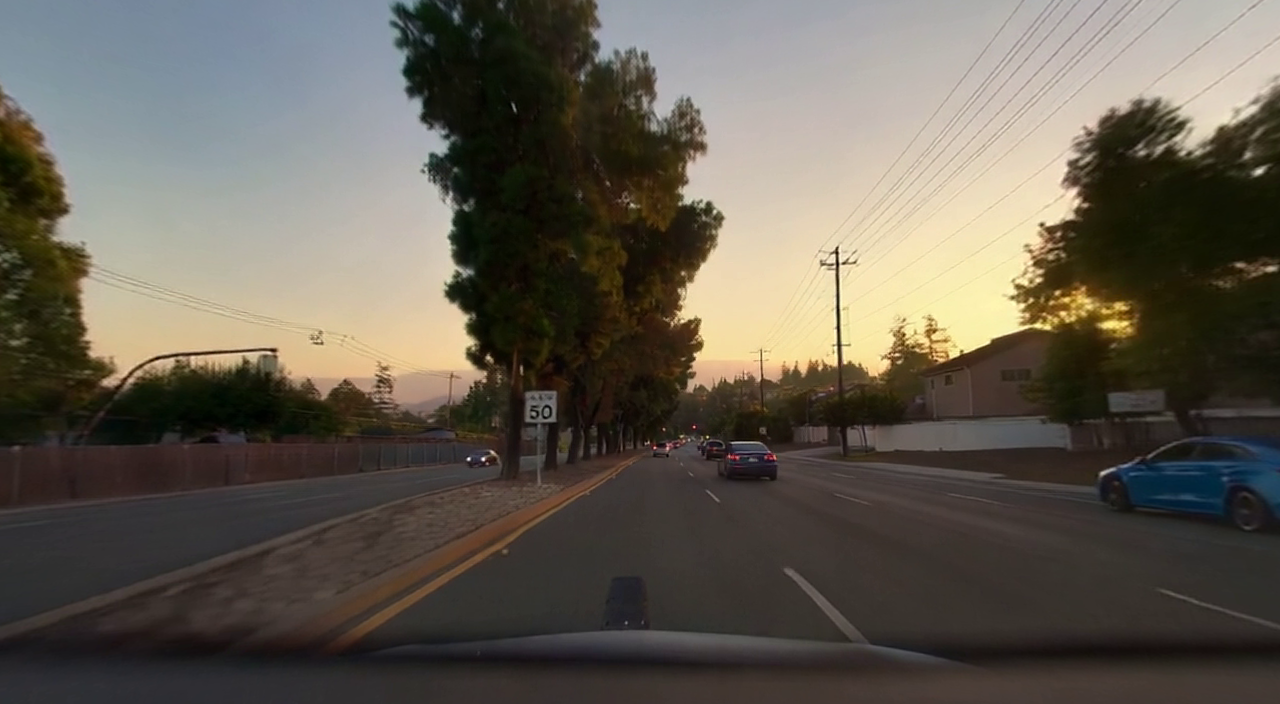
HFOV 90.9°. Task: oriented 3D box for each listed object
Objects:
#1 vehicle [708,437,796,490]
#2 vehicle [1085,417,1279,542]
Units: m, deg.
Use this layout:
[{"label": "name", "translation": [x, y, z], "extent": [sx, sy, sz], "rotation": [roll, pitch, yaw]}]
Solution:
[{"label": "vehicle", "translation": [3.445, 3.509, 20.232], "extent": [2.063, 1.481, 4.247], "rotation": [0, -8, 0]}, {"label": "vehicle", "translation": [9.851, 1.984, 10.252], "extent": [1.978, 1.700, 4.461], "rotation": [0, -8, 1]}]
